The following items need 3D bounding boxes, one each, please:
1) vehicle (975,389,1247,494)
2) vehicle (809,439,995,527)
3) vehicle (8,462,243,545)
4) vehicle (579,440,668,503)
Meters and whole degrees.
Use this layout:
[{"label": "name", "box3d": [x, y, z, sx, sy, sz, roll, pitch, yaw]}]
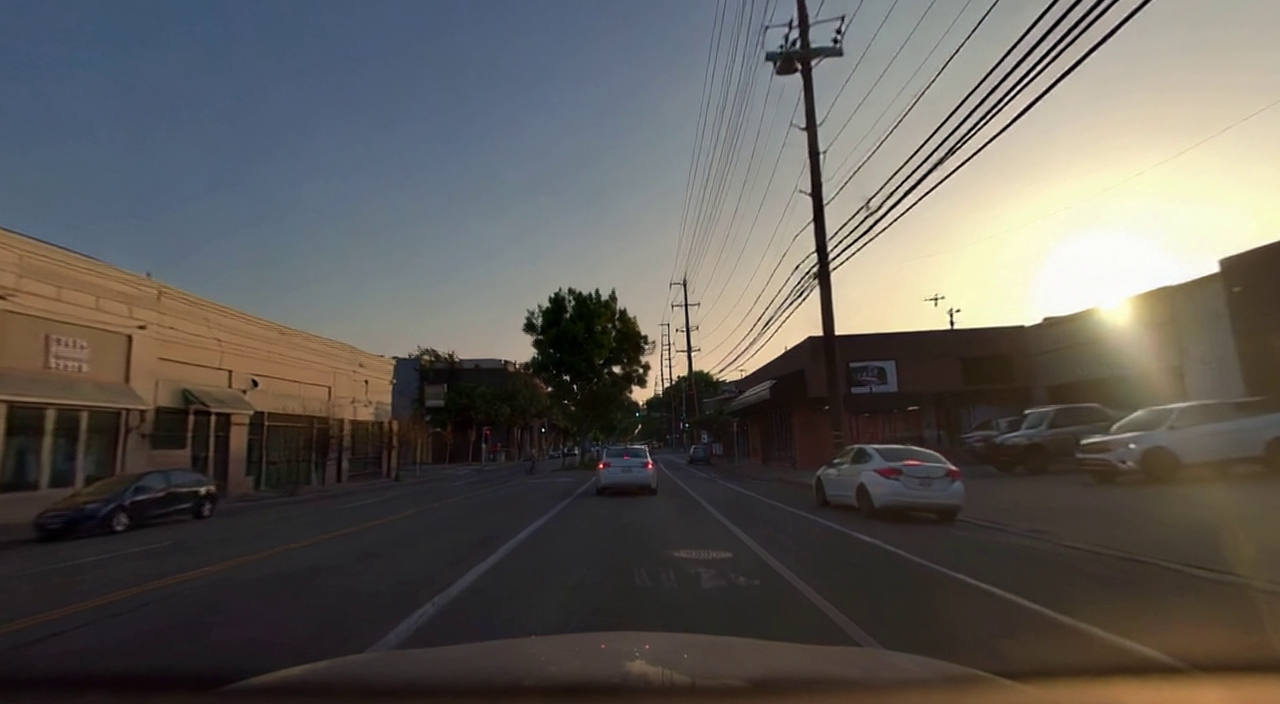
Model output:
[{"label": "vehicle", "box3d": [11.231, 2.248, 15.933, 2.329, 2.145, 5.841, 0, -8, 0]}, {"label": "vehicle", "box3d": [5.219, 2.628, 13.393, 1.937, 1.523, 4.541, 0, -8, -1]}, {"label": "vehicle", "box3d": [-11.505, 3.362, 14.632, 1.817, 1.480, 4.282, 0, -8, 0]}, {"label": "vehicle", "box3d": [-0.418, 3.141, 17.058, 2.116, 1.479, 3.980, 0, -8, 0]}]
